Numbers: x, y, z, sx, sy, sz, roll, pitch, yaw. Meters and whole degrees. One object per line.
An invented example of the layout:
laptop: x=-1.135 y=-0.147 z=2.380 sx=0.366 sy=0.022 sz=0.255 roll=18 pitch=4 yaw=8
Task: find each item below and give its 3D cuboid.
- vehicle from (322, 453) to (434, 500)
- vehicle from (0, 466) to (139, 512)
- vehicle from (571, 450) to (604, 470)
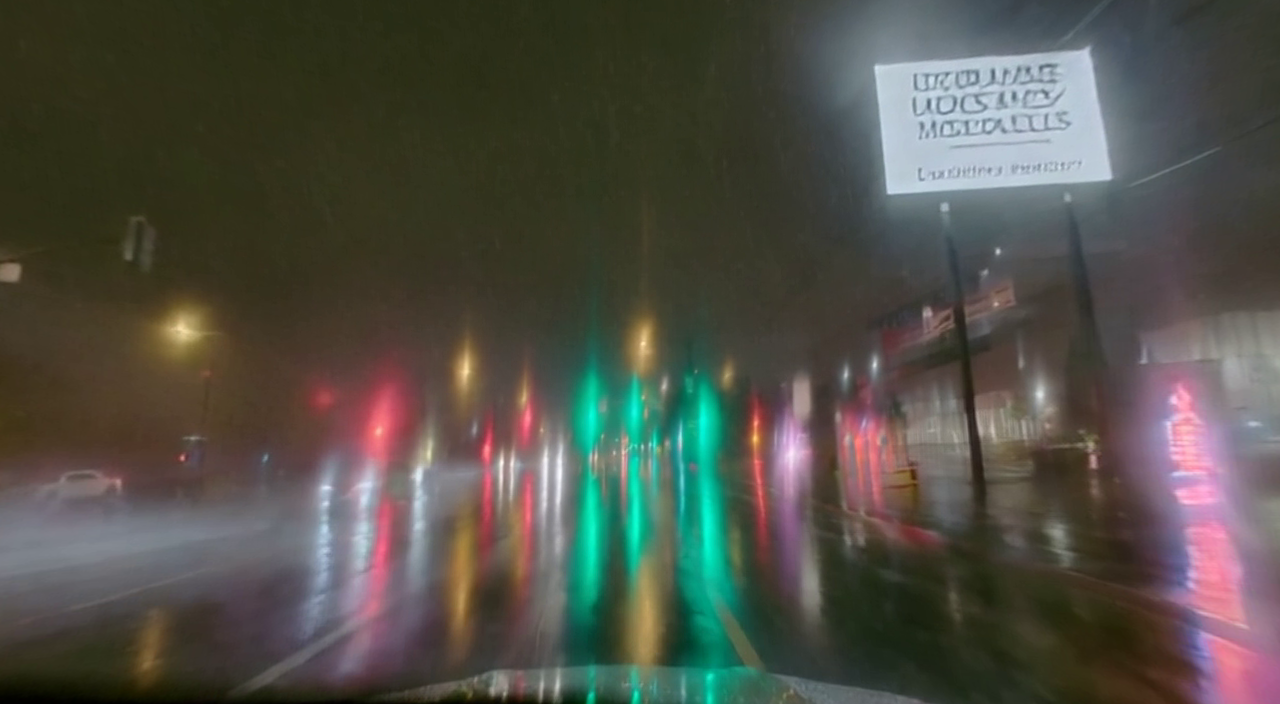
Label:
vehicle: x=-9.647 y=4.578 z=23.793 sx=1.994 sy=1.550 sz=5.009 roll=0 pitch=-9 yaw=1
vehicle: x=-26.927 y=6.251 z=29.220 sx=2.059 sy=1.804 sz=5.347 roll=-5 pitch=-10 yaw=27
vehicle: x=-3.832 y=7.939 z=46.479 sx=1.962 sy=1.420 sz=4.021 roll=0 pitch=-9 yaw=1
